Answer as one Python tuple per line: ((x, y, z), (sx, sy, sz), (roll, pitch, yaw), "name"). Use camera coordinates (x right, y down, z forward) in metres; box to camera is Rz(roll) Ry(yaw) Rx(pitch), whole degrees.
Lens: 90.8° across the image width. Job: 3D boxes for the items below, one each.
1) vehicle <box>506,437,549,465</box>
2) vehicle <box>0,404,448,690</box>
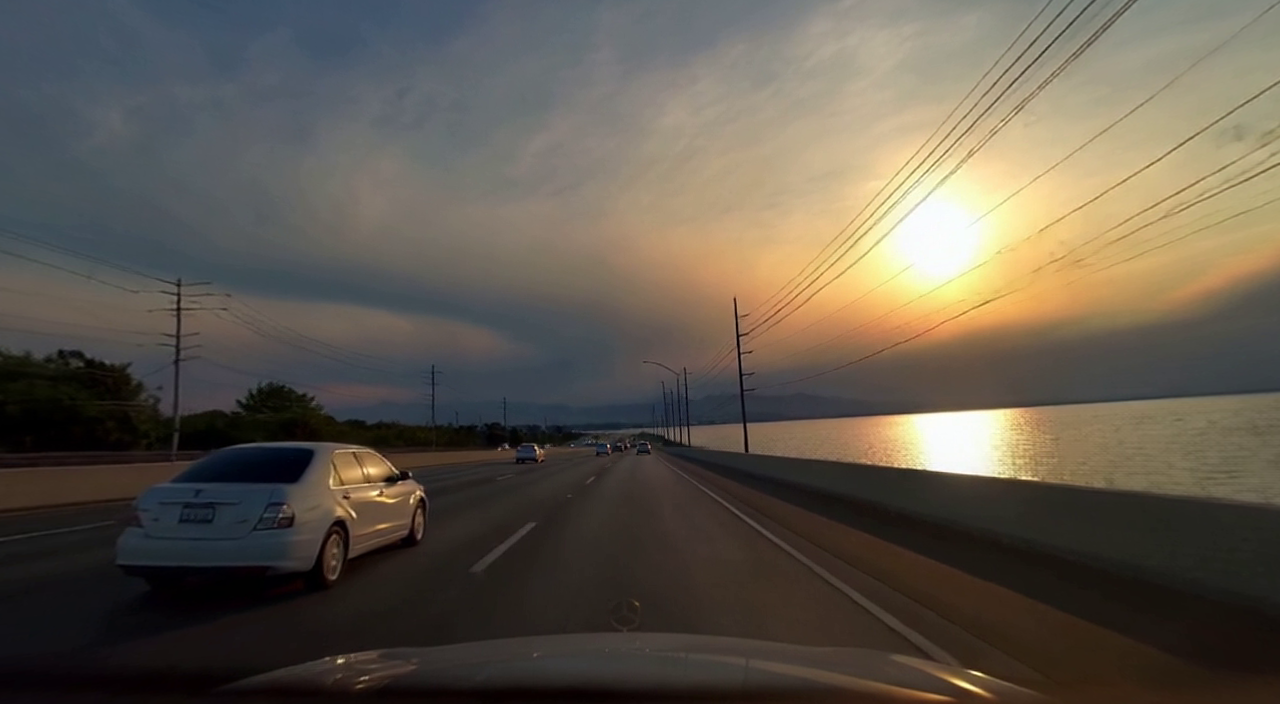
((-7.366, 6.523, 41.777), (2.050, 1.717, 4.418), (0, -8, 0), "vehicle")
((-3.453, 1.361, 5.642), (2.015, 1.501, 4.454), (0, -8, 1), "vehicle")
